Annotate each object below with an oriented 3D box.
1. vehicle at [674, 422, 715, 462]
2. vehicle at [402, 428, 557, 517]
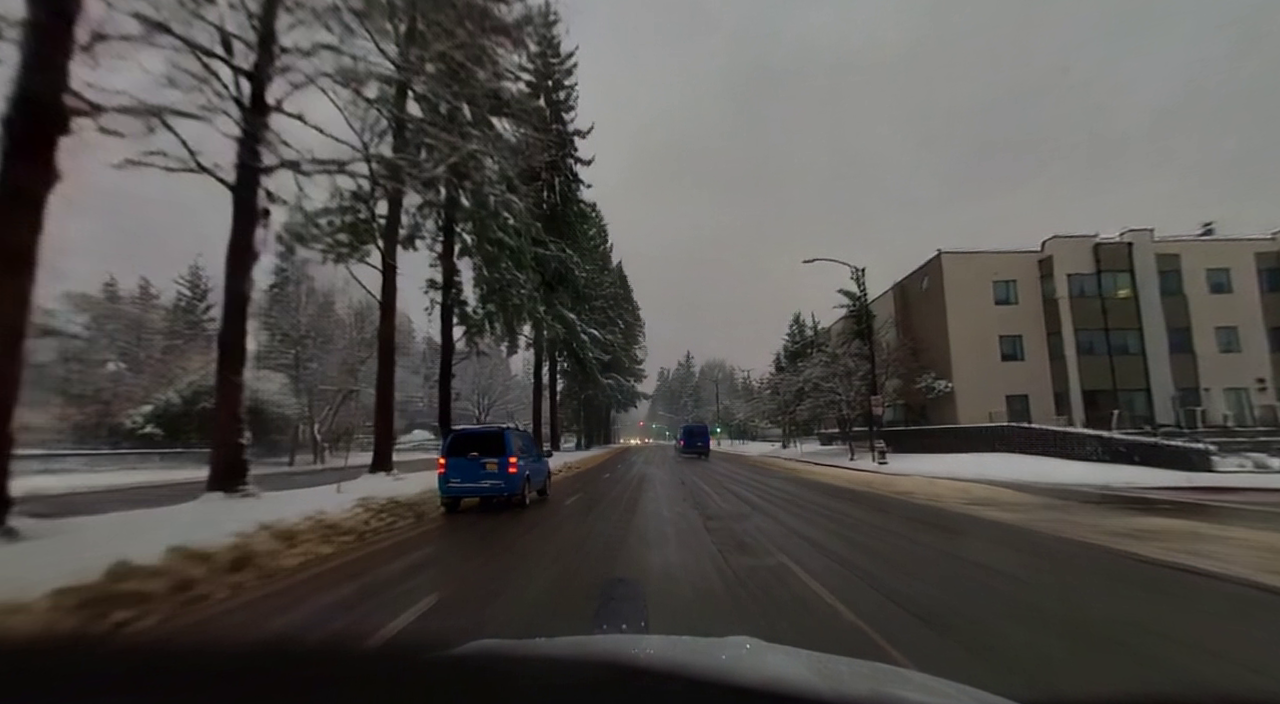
[{"bbox_3d":[3.771,6.449,45.106,2.349,2.671,5.744,0,-8,-1],"label":"vehicle"},{"bbox_3d":[-3.224,2.527,13.796,2.129,1.602,4.532,0,-8,1],"label":"vehicle"}]
